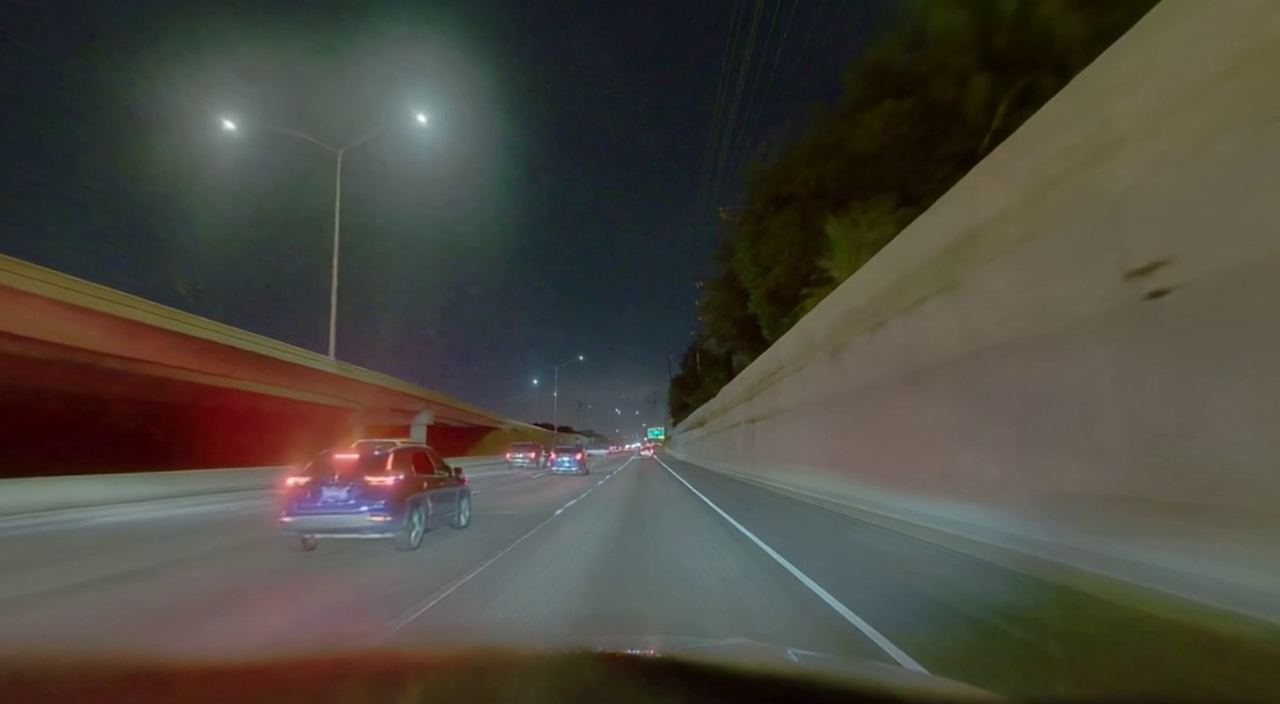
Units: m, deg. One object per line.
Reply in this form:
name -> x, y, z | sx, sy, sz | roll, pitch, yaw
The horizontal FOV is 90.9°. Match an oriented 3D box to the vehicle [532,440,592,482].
vehicle -> -3.454, 4.920, 28.764 | 2.052, 1.731, 4.372 | 0, -8, 2

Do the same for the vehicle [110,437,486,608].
vehicle -> -3.493, 1.788, 7.655 | 2.056, 1.449, 4.330 | 0, -8, 1
